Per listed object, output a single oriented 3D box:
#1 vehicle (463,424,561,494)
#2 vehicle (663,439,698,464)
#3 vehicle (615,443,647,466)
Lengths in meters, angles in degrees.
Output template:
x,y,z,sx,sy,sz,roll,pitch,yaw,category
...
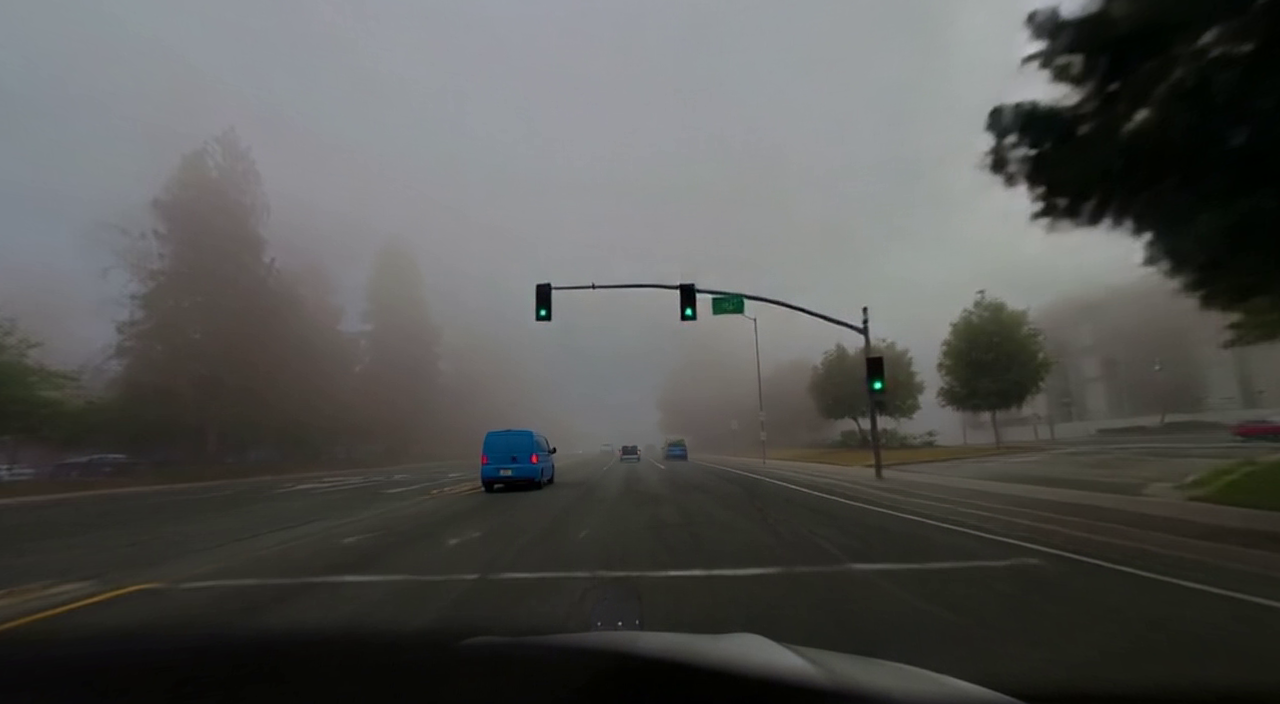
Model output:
x,y,z,sx,sy,sz,roll,pitch,yaw,category
-3.771,3.265,19.580,2.075,1.863,4.744,0,-9,-1,vehicle
2.949,7.393,47.149,2.181,1.781,4.257,0,-9,-2,vehicle
-0.647,6.977,43.037,2.039,1.455,3.826,0,-9,-2,vehicle
